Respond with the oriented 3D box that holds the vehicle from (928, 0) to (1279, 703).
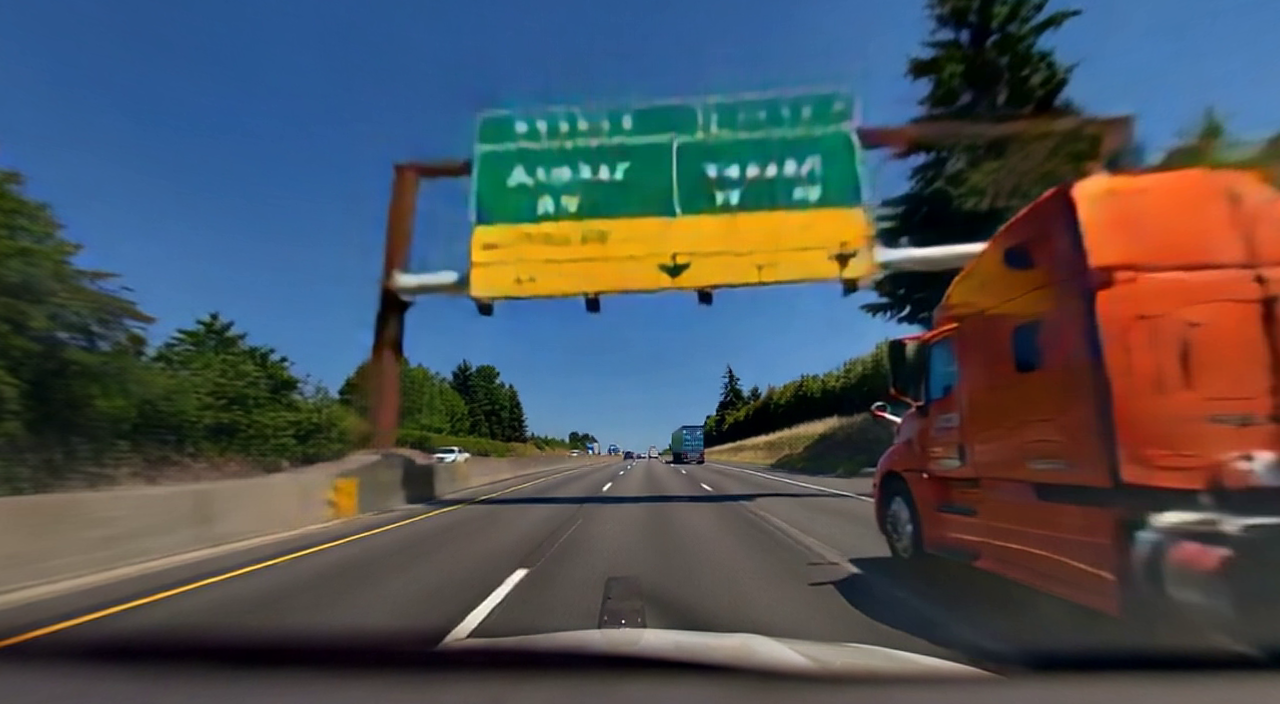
[{"bbox_3d":[4.065,-0.204,2.357,2.992,3.789,5.892,0,-9,0],"label":"vehicle"}]
